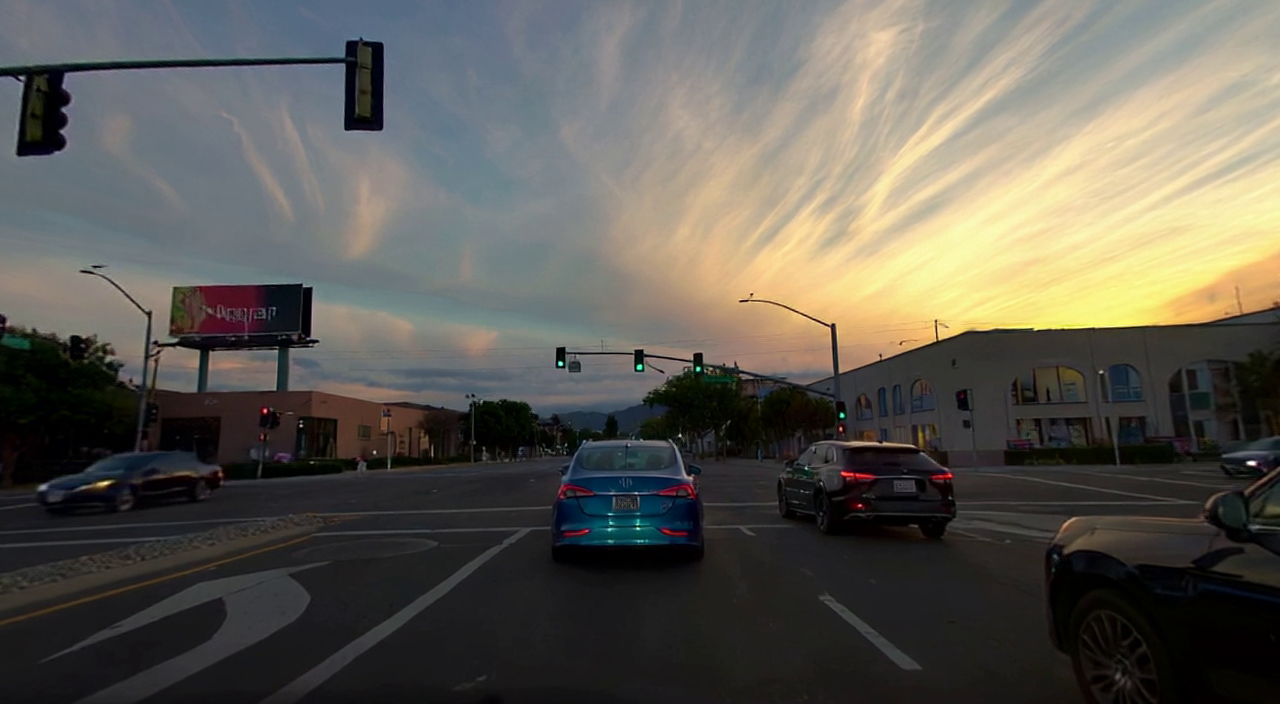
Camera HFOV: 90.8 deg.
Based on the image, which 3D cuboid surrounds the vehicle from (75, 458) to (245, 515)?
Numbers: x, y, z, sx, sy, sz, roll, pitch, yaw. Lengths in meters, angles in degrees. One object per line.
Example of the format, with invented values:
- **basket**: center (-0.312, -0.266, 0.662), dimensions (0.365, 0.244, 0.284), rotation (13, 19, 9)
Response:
- **vehicle**: center (-14.599, 4.079, 19.612), dimensions (1.817, 1.442, 4.371), rotation (0, -8, 0)

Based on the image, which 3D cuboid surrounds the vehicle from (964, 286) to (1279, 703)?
- **vehicle**: center (3.005, 0.640, 1.592), dimensions (2.047, 1.785, 4.357), rotation (0, -8, 0)

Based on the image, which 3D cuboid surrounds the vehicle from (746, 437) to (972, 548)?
- **vehicle**: center (3.213, 2.142, 10.418), dimensions (2.009, 1.414, 4.416), rotation (0, -8, -2)

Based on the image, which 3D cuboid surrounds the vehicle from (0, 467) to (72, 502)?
- **vehicle**: center (-28.012, 6.109, 29.416), dimensions (1.972, 1.433, 4.324), rotation (8, -12, -39)

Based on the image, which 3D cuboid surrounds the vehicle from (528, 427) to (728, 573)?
- **vehicle**: center (-0.144, 1.846, 8.640), dimensions (2.095, 1.502, 3.873), rotation (0, -8, 0)
